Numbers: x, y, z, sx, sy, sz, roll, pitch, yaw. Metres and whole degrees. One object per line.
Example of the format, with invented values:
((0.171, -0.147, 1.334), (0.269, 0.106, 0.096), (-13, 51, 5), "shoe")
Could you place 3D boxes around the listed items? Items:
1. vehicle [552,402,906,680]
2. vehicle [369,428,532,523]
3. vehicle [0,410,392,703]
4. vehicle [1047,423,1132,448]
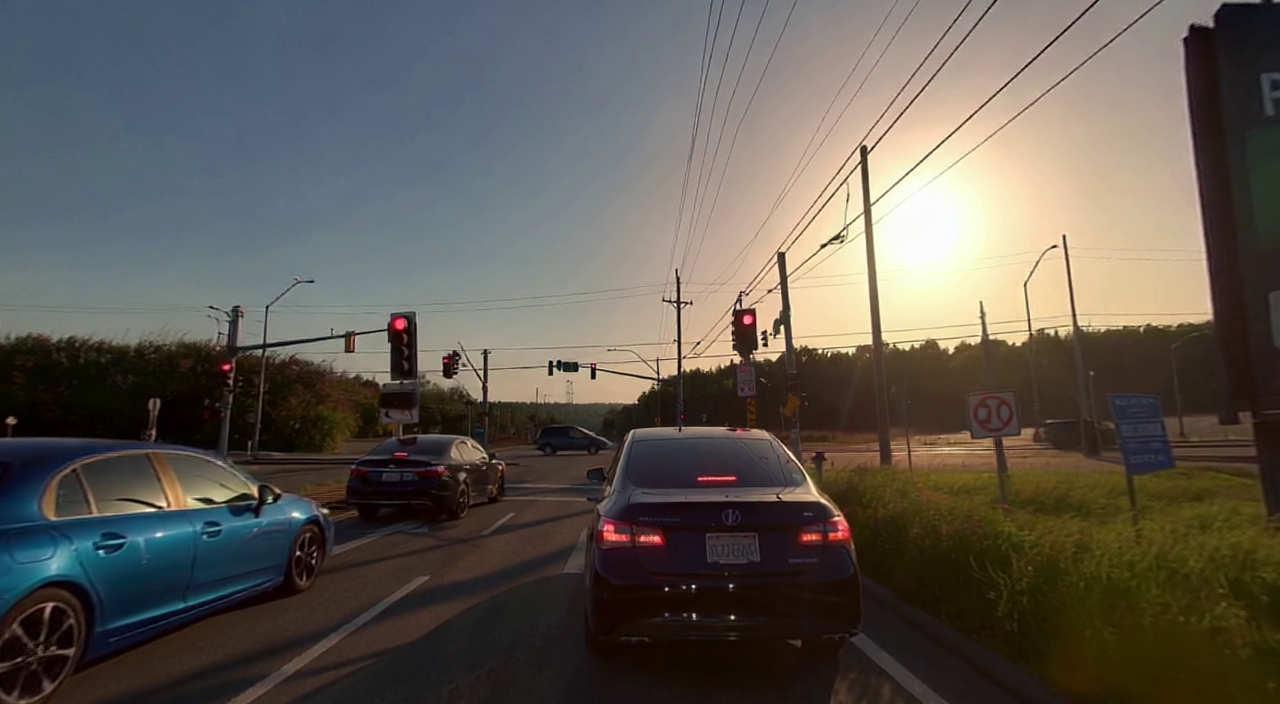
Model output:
((0.392, 1.352, 5.601), (1.998, 1.529, 3.960), (1, -9, -4), "vehicle")
((-3.405, 2.301, 12.252), (1.984, 1.505, 4.047), (0, -9, -2), "vehicle")
((-3.710, 1.284, 4.638), (1.956, 1.468, 4.585), (0, -9, -1), "vehicle")
((33.044, 6.151, 46.541), (4.544, 1.762, 2.272), (1, -9, -2), "vehicle")
